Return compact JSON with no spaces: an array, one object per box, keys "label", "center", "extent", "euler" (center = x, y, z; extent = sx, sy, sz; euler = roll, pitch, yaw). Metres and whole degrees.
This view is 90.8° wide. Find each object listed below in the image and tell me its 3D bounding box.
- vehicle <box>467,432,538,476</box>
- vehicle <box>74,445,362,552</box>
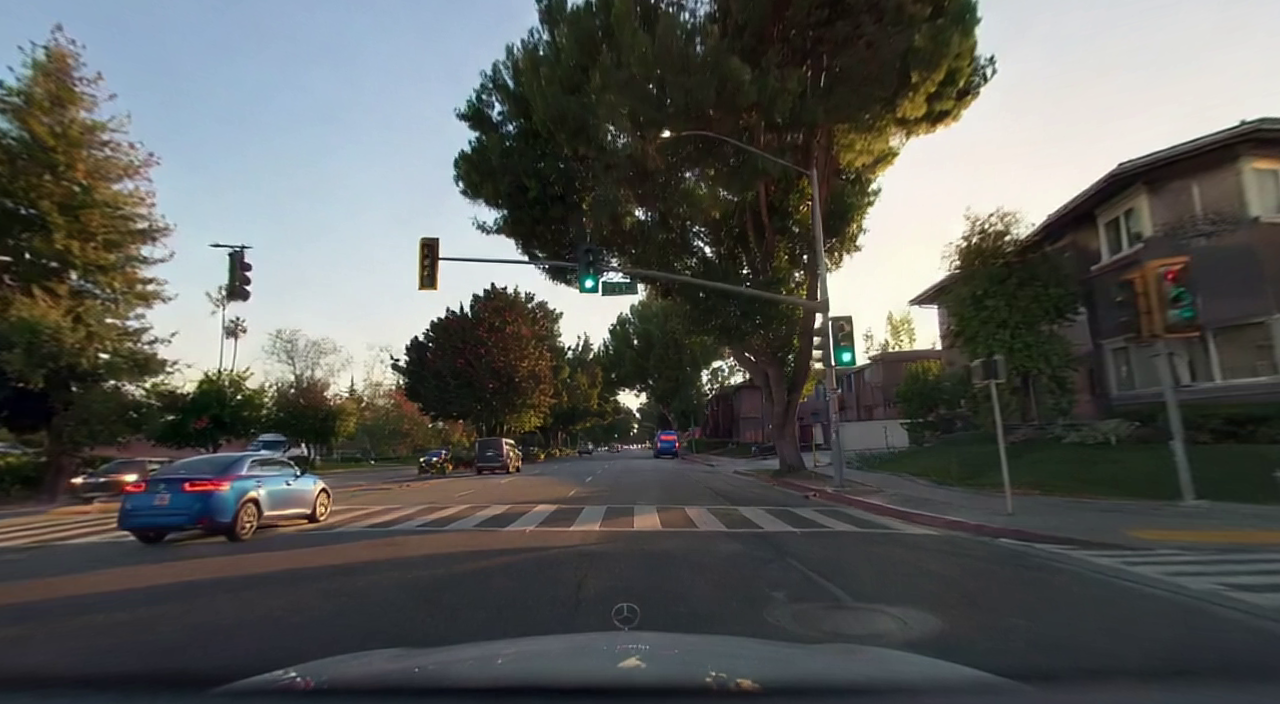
[{"label":"vehicle","center":[-6.868,5.183,32.396],"extent":[2.332,2.039,5.678],"euler":[0,-9,0]},{"label":"vehicle","center":[-6.872,2.385,11.077],"extent":[1.970,1.456,4.441],"euler":[0,-9,0]}]
